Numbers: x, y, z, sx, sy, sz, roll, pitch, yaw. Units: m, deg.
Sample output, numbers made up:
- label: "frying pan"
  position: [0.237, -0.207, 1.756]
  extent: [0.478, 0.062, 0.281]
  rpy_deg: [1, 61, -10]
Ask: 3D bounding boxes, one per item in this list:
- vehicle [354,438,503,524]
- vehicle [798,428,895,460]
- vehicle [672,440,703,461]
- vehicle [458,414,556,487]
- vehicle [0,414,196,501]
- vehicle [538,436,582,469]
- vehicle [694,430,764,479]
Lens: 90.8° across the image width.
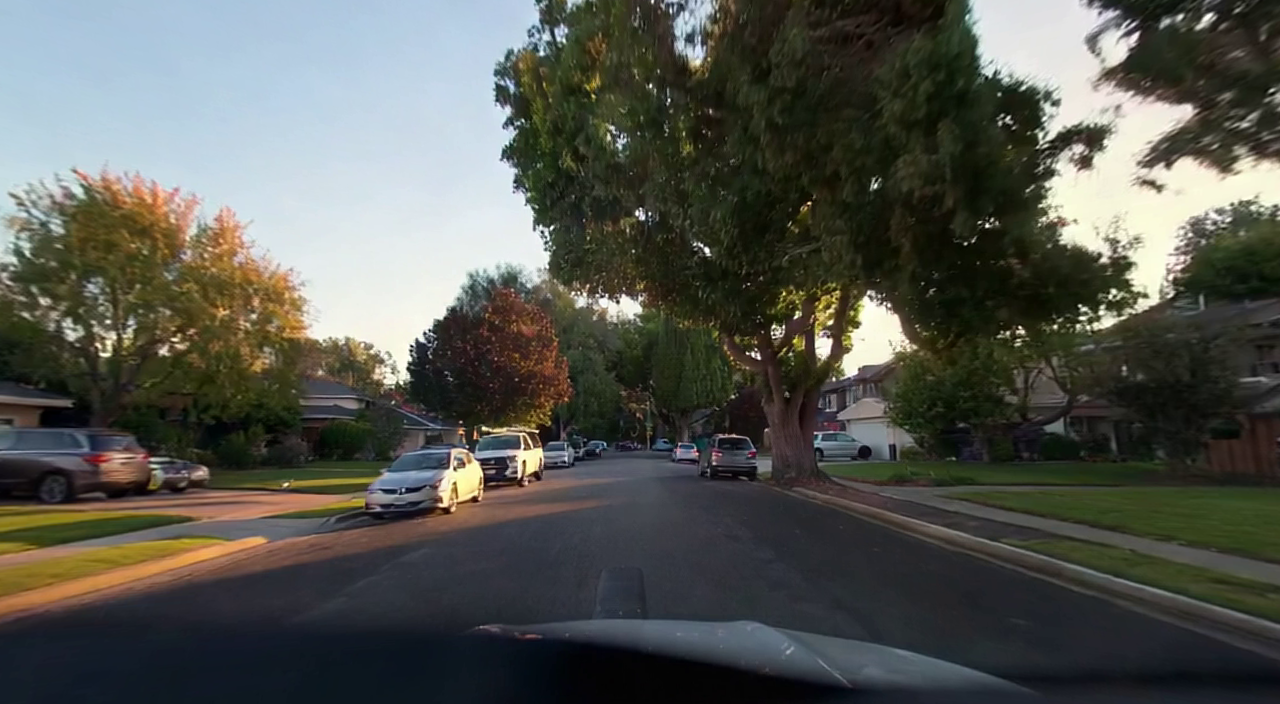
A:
- label: "vehicle"
  position: [-4.518, 2.764, 14.316]
  extent: [2.031, 1.479, 4.497]
  rpy_deg: [-2, -7, -3]
- label: "vehicle"
  position: [12.324, 5.512, 37.894]
  extent: [5.043, 1.865, 2.026]
  rpy_deg: [0, -8, -1]
- label: "vehicle"
  position: [3.473, 7.303, 46.789]
  extent: [1.945, 1.495, 3.983]
  rpy_deg: [0, -8, -1]
- label: "vehicle"
  position: [-4.917, 3.730, 24.646]
  extent: [2.476, 2.434, 6.543]
  rpy_deg: [-1, -7, -1]
- label: "vehicle"
  position: [-13.274, 2.255, 13.807]
  extent: [5.334, 1.743, 2.259]
  rpy_deg: [0, -7, -3]
- label: "vehicle"
  position: [-4.863, 6.113, 38.953]
  extent: [2.140, 1.815, 4.926]
  rpy_deg: [0, -7, -1]
- label: "vehicle"
  position: [3.482, 4.120, 25.528]
  extent: [2.082, 1.790, 4.330]
  rpy_deg: [0, -8, -1]
